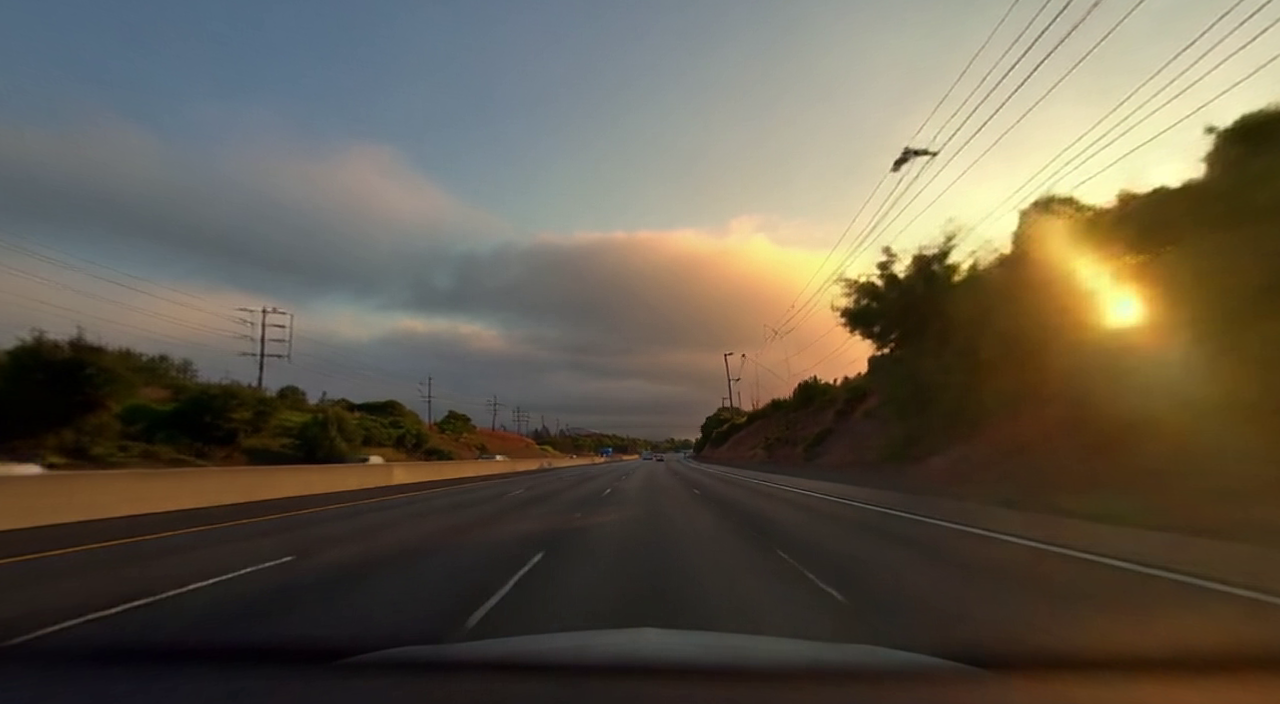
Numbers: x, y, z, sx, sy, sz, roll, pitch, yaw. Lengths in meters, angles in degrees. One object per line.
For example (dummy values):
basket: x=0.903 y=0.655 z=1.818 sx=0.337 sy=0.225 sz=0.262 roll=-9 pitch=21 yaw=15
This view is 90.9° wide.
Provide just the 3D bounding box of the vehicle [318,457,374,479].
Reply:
vehicle: x=-21.547 y=8.517 z=46.383 sx=1.824 sy=1.485 sz=4.647 roll=0 pitch=-9 yaw=1
